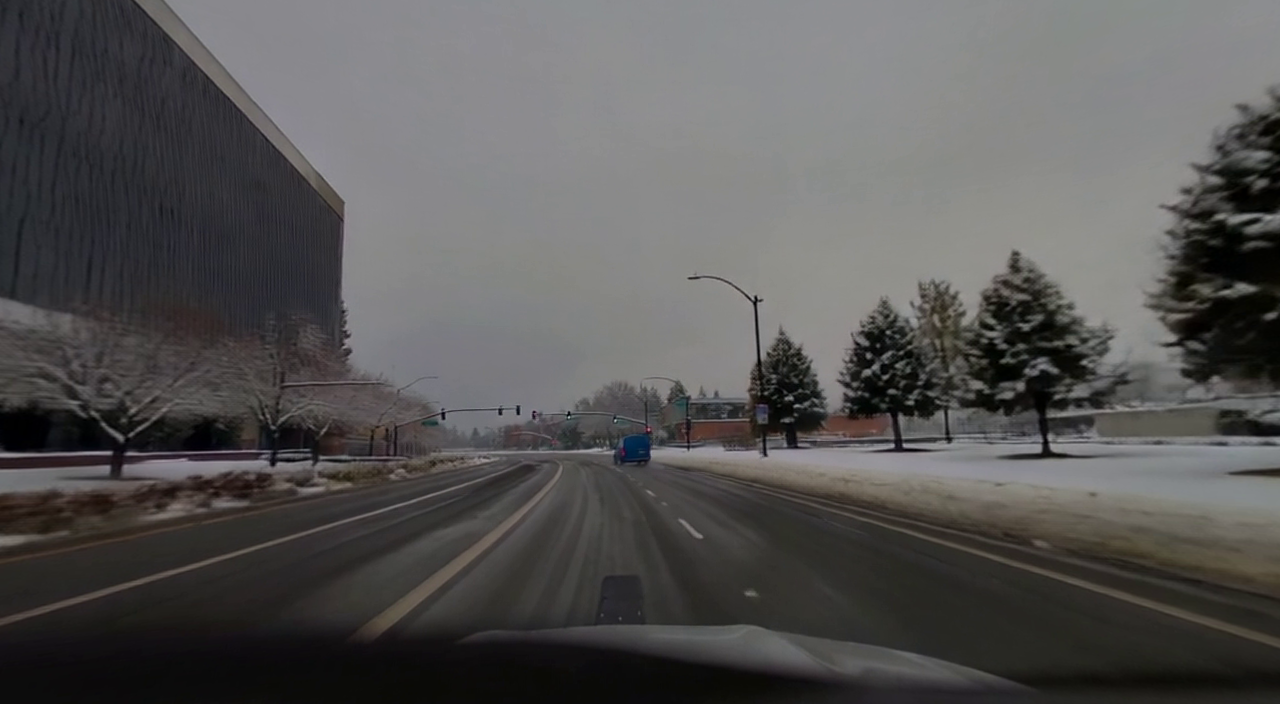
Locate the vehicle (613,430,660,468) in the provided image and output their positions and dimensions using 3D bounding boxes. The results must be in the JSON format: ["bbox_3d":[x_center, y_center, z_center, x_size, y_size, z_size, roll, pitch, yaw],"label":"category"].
[{"bbox_3d":[-0.285,6.298,40.974,2.339,2.244,4.817,1,-9,-9],"label":"vehicle"}]
